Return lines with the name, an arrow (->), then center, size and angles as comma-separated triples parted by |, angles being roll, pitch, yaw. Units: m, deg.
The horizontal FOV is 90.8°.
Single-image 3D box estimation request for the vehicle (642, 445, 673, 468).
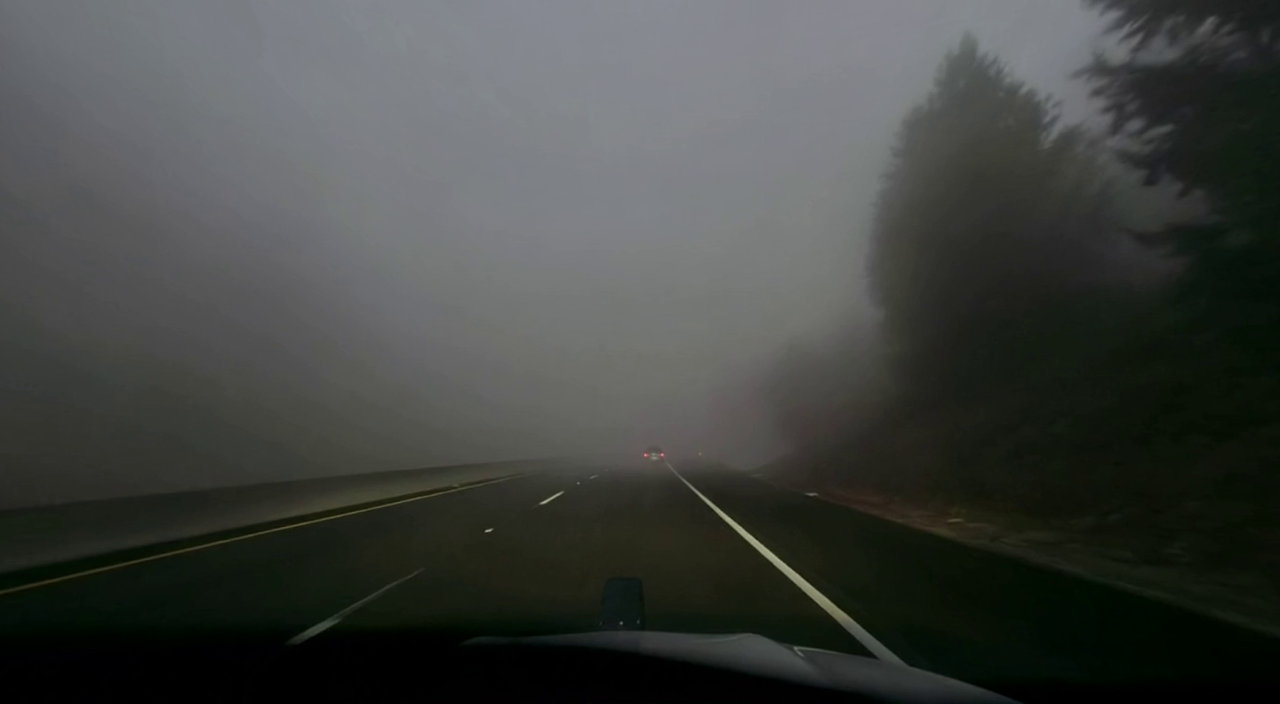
vehicle -> 1.314, 7.730, 46.949 | 2.221, 1.603, 4.149 | 0, -9, 2
